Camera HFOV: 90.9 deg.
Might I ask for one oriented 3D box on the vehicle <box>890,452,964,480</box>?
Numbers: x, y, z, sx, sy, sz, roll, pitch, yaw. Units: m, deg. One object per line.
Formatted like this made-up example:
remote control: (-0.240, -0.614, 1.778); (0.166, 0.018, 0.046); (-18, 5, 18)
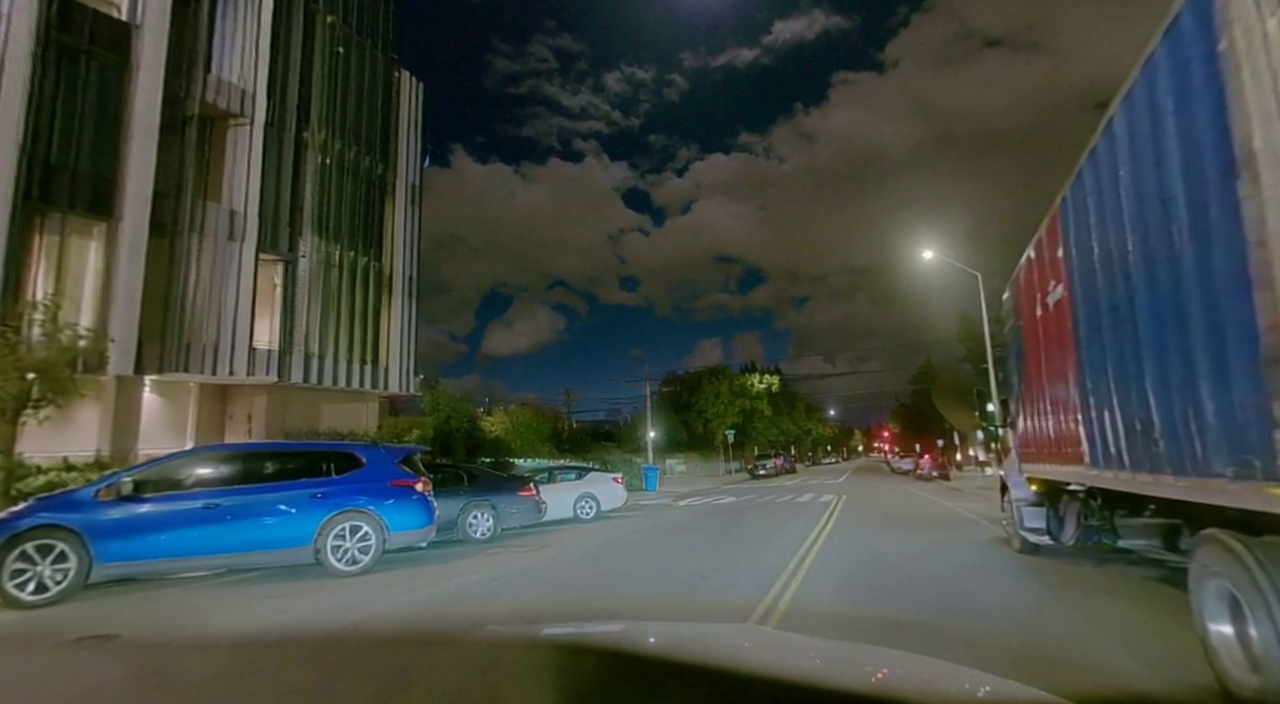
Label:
vehicle: (17.921, 7.090, 39.305); (4.118, 1.635, 1.805); (4, -9, -23)

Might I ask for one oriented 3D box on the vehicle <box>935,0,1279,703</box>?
vehicle: (5.658, 0.461, 7.238); (3.320, 4.034, 11.553); (-3, -9, 22)

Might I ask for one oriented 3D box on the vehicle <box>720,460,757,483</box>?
vehicle: (7.267, 8.723, 46.102); (1.798, 1.459, 4.306); (-3, -9, 20)

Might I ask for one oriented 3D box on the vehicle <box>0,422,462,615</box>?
vehicle: (-5.043, 1.901, 8.008); (5.022, 1.872, 2.137); (4, -9, -24)
